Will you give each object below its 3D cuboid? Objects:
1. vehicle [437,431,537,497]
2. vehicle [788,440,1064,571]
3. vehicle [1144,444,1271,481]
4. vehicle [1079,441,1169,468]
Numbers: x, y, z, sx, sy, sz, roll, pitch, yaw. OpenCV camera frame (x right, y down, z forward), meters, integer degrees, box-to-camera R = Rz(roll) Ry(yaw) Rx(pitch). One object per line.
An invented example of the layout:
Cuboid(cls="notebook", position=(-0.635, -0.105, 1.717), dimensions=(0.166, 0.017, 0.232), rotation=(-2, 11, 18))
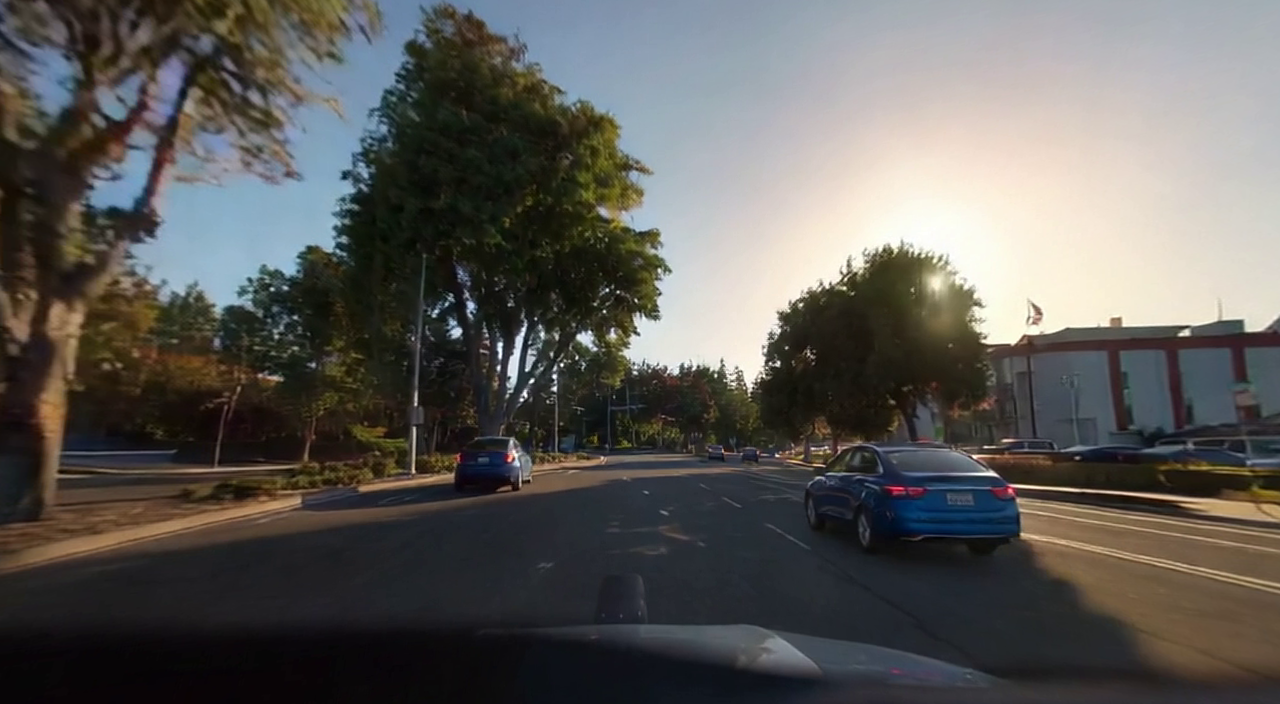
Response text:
Cuboid(cls="vehicle", position=(-4.295, 3.214, 18.508), dimensions=(2.085, 1.693, 4.301), rotation=(0, -8, -3))
Cuboid(cls="vehicle", position=(3.669, 2.015, 9.190), dimensions=(1.918, 1.418, 4.360), rotation=(0, -8, -1))
Cuboid(cls="vehicle", position=(22.540, 4.357, 25.102), dimensions=(4.391, 1.343, 1.710), rotation=(3, -9, -18))
Cuboid(cls="vehicle", position=(27.840, 5.874, 36.317), dimensions=(4.494, 1.467, 1.877), rotation=(3, -9, -20))
